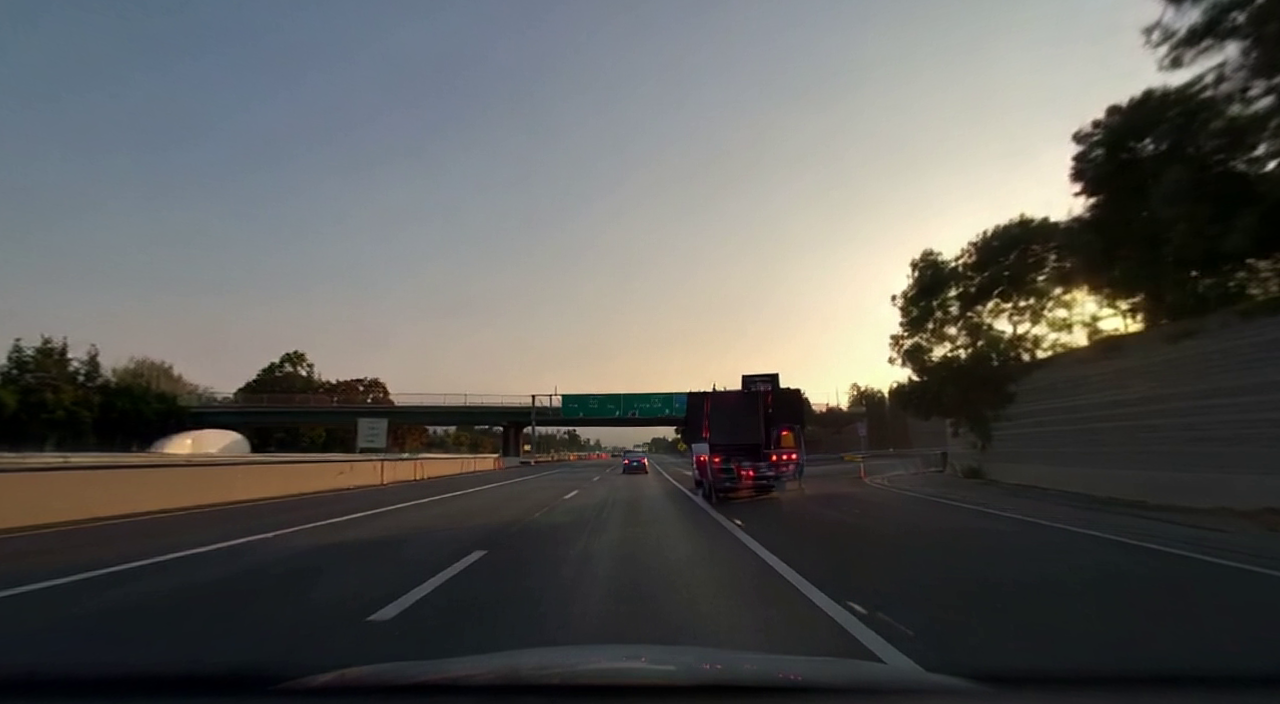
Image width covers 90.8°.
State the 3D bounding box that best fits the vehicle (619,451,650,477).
[{"bbox_3d":[-0.274,6.568,37.193,1.695,1.437,3.506,0,-9,1],"label":"vehicle"}]
